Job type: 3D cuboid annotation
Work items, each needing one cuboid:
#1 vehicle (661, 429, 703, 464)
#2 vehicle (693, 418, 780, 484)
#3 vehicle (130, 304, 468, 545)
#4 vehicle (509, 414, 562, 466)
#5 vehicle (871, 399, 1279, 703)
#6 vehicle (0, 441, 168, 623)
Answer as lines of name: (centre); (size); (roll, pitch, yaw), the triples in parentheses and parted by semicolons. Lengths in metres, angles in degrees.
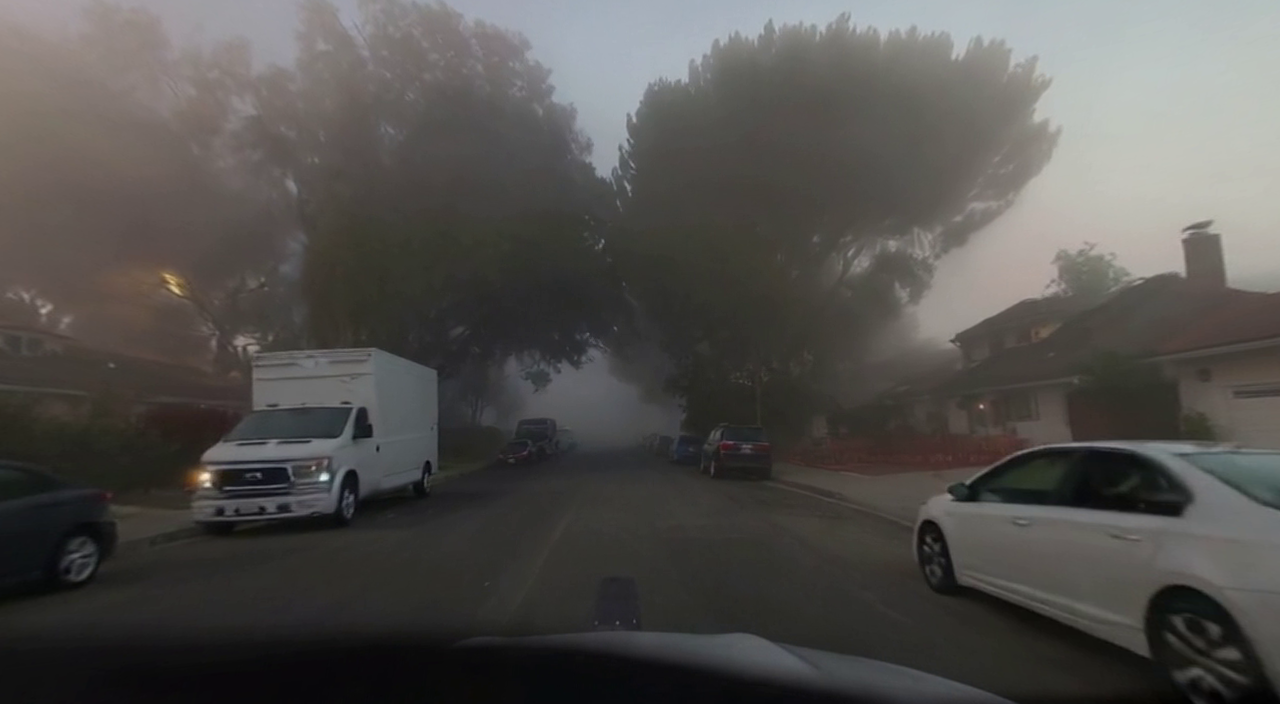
vehicle: (2.250, 5.221, 35.087); (1.918, 1.815, 4.400); (0, -8, -2)
vehicle: (2.935, 3.110, 20.258); (1.965, 1.855, 4.677); (0, -8, -1)
vehicle: (-6.231, 1.586, 13.598); (2.896, 3.648, 8.004); (0, -8, -1)
vehicle: (-6.069, 5.177, 36.954); (2.408, 2.782, 3.837); (-2, -8, 0)
vehicle: (3.375, 1.184, 4.361); (1.818, 1.473, 4.862); (0, -8, 2)
vehicle: (-6.216, 1.468, 4.986); (1.921, 1.470, 4.068); (0, -8, -3)
